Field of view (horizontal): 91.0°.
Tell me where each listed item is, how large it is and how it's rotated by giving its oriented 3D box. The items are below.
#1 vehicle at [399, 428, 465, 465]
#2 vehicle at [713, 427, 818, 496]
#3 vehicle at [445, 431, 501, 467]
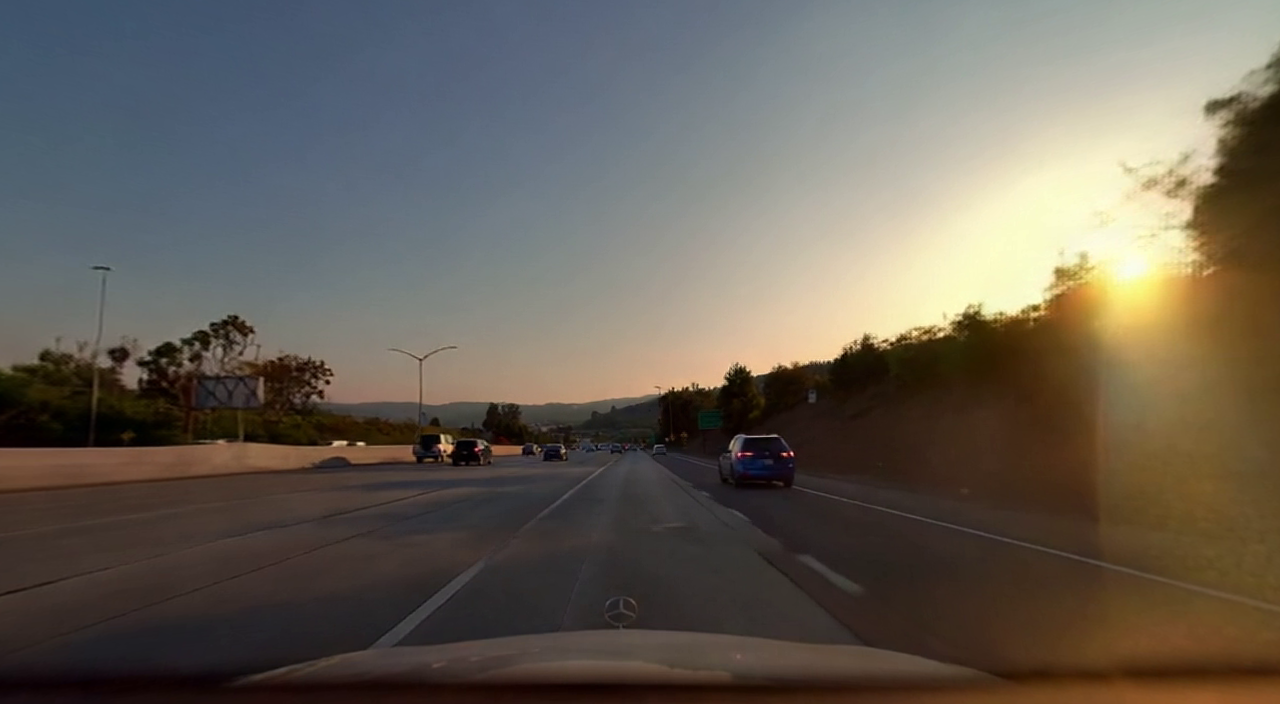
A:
[{"bbox_3d":[-15.075,6.906,46.089,2.647,2.508,6.337,0,-9,0],"label":"vehicle"},{"bbox_3d":[3.767,3.417,19.924,2.184,1.892,4.763,1,-9,-2],"label":"vehicle"},{"bbox_3d":[-11.146,6.513,42.456,2.261,2.230,5.435,0,-9,0],"label":"vehicle"}]
